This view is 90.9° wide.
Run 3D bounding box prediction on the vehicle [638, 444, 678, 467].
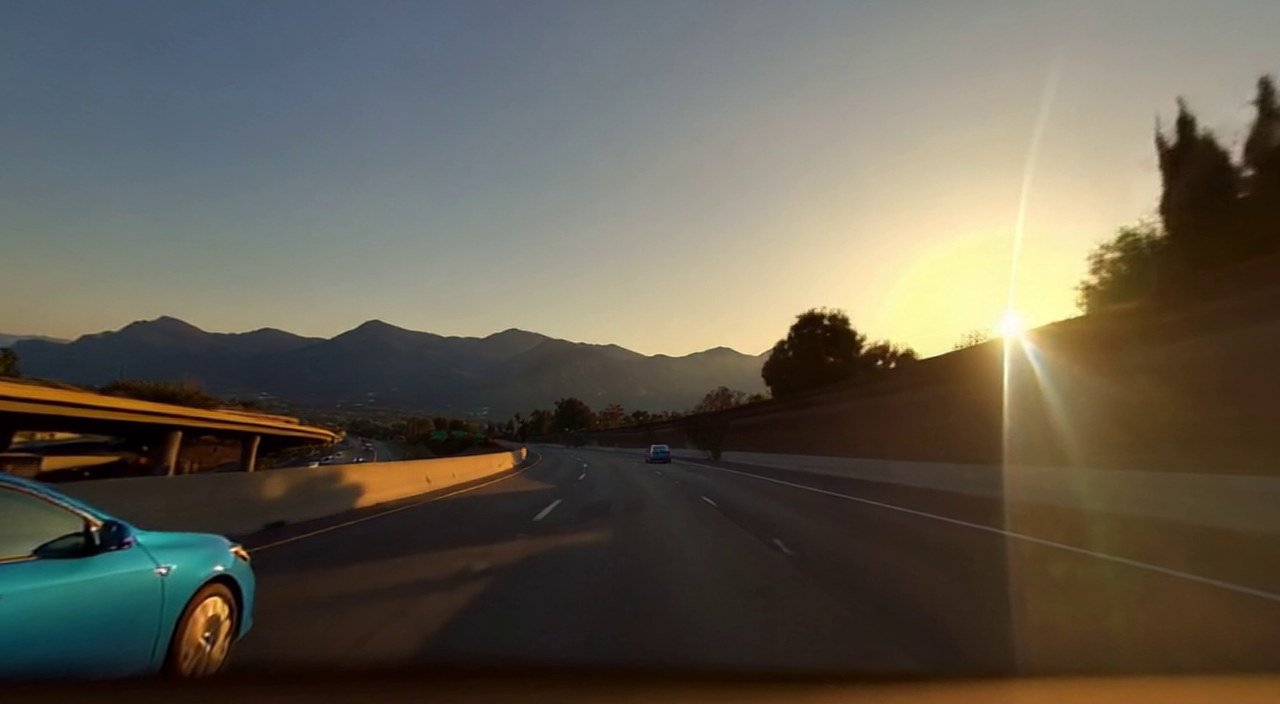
[{"bbox_3d":[1.115,6.900,42.035,1.985,1.440,4.466,1,-9,-8],"label":"vehicle"}]
